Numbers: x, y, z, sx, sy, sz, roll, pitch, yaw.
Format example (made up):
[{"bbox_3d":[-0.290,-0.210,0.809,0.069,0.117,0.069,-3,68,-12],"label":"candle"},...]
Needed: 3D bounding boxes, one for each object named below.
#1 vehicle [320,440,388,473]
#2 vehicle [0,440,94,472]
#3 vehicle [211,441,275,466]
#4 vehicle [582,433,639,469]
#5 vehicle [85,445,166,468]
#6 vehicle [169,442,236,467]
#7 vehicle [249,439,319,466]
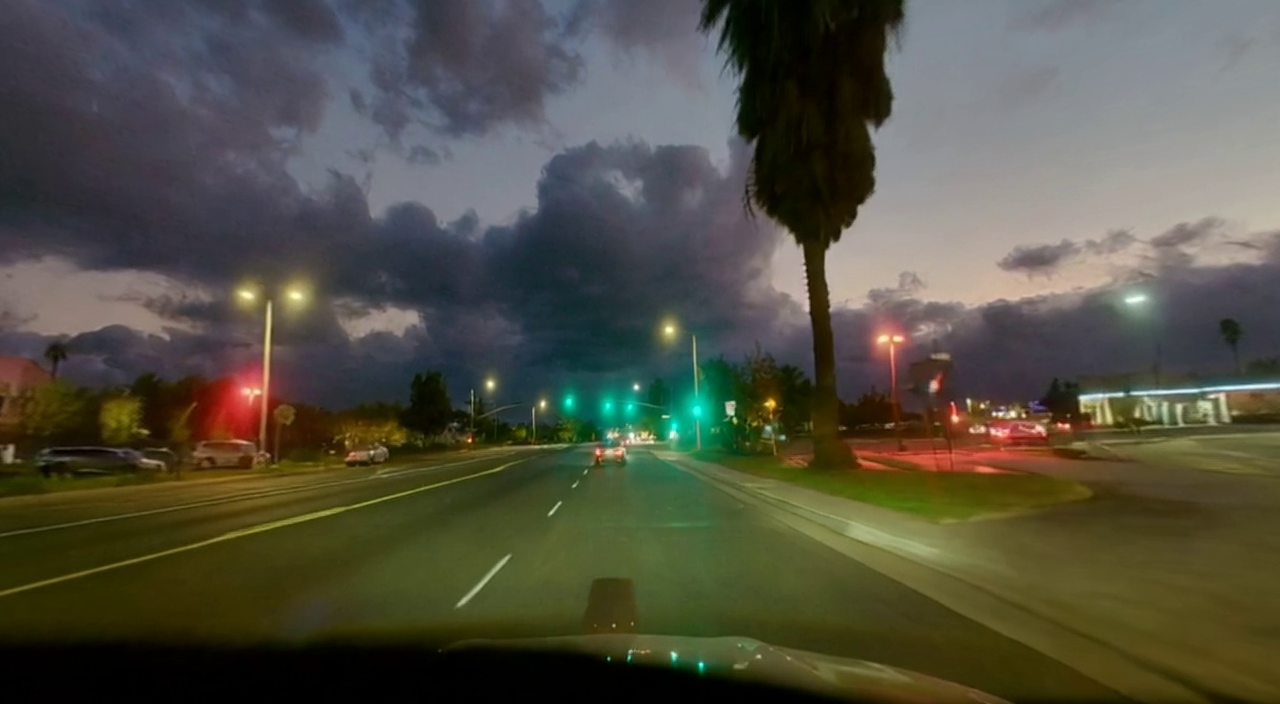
[{"bbox_3d":[-14.412,5.202,31.709,1.903,1.487,4.784,6,-11,-38],"label":"vehicle"},{"bbox_3d":[-40.630,7.054,43.383,1.945,1.840,5.062,-4,-7,-2],"label":"vehicle"},{"bbox_3d":[-27.120,6.923,43.327,1.816,1.586,3.958,0,-8,-1],"label":"vehicle"},{"bbox_3d":[-1.265,4.514,29.018,2.060,1.526,3.859,-1,-8,6],"label":"vehicle"},{"bbox_3d":[-35.160,7.155,43.340,1.940,1.474,4.384,0,-8,-1],"label":"vehicle"},{"bbox_3d":[-29.623,6.929,42.938,1.812,1.585,3.938,0,-8,-3],"label":"vehicle"},{"bbox_3d":[-24.489,6.885,43.634,1.974,1.470,4.892,-4,-7,1],"label":"vehicle"}]
